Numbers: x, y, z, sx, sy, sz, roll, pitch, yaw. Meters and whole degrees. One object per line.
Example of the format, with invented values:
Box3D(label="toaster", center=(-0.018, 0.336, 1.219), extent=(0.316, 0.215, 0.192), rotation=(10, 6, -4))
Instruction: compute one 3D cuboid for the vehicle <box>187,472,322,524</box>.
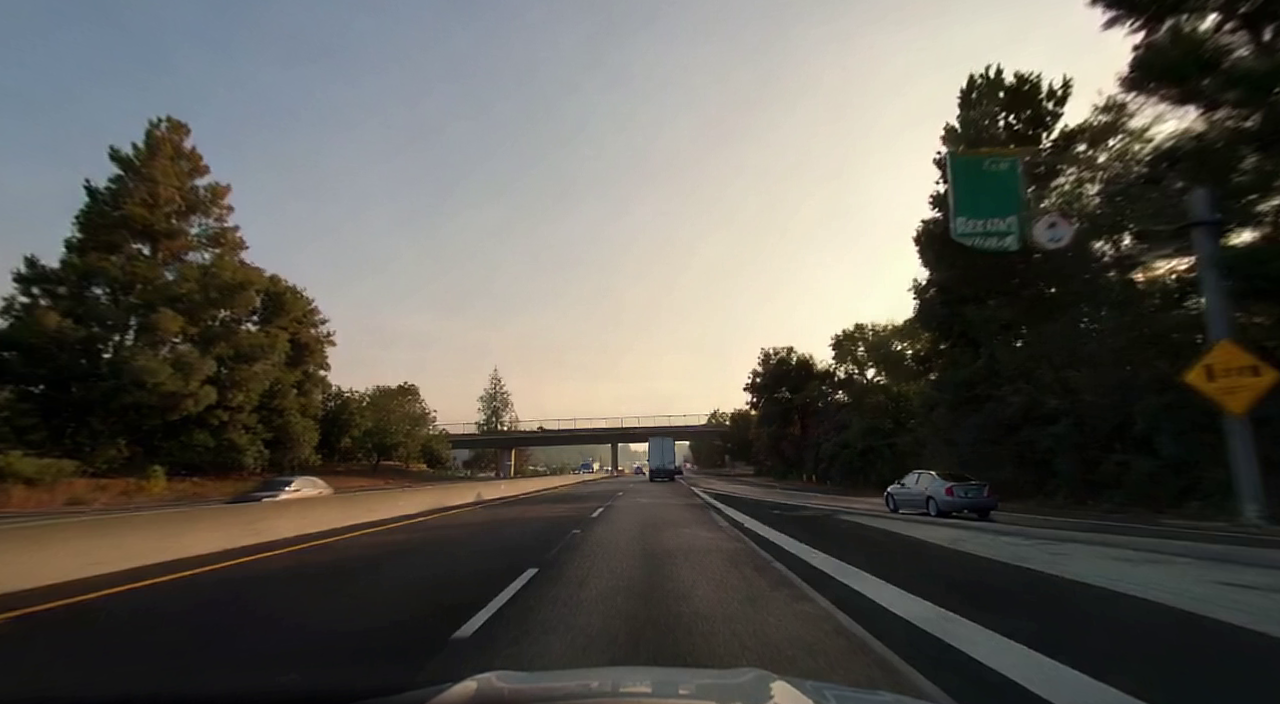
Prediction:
Box3D(label="vehicle", center=(-12.128, 4.595, 20.162), extent=(1.851, 1.413, 3.769), rotation=(1, -11, 1))

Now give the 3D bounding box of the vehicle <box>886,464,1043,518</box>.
Box3D(label="vehicle", center=(9.859, 4.238, 19.571), extent=(1.949, 1.468, 4.145), rotation=(4, -11, -15))
